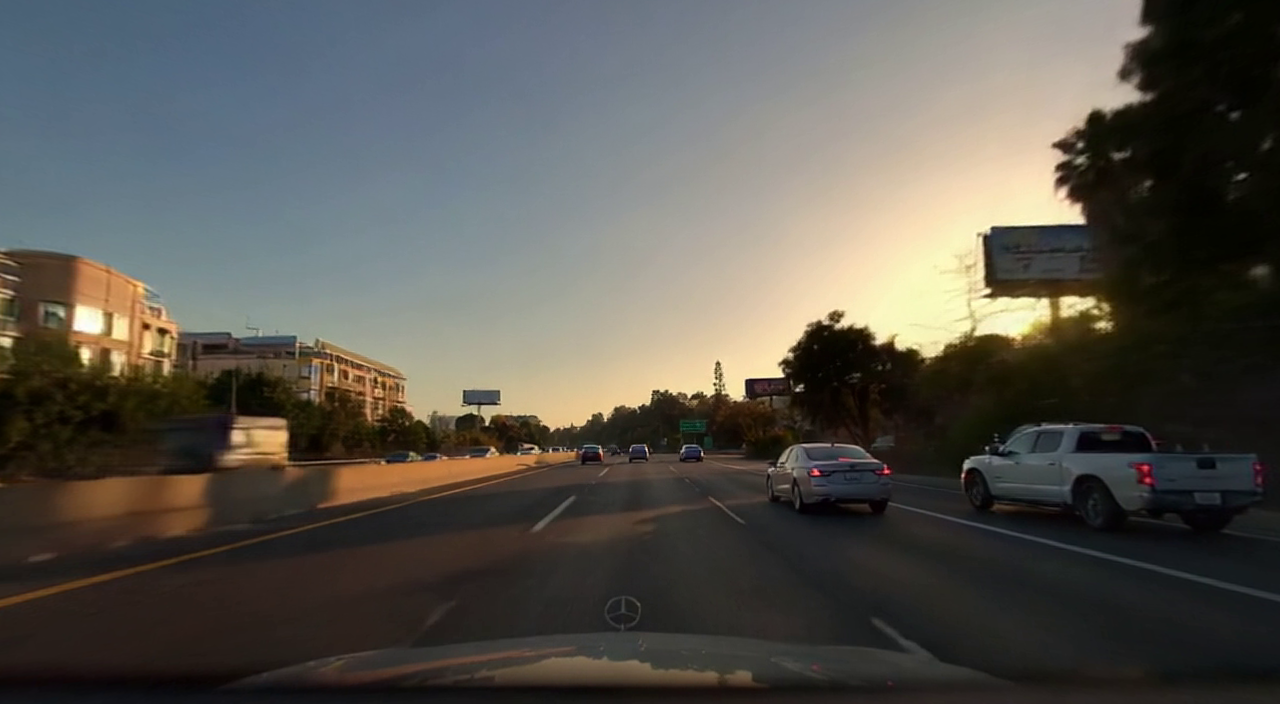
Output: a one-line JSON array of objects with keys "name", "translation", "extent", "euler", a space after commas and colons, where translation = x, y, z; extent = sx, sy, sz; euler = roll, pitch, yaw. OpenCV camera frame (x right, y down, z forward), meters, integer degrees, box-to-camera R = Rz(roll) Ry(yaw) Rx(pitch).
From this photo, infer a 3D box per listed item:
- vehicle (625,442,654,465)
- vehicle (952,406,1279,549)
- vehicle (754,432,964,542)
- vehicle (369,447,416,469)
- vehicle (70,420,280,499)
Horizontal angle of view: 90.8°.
[{"name": "vehicle", "translation": [-0.103, 7.896, 49.107], "extent": [2.191, 1.685, 4.015], "euler": [0, -9, -1]}, {"name": "vehicle", "translation": [7.542, 1.955, 10.469], "extent": [2.176, 1.793, 4.841], "euler": [0, -9, -1]}, {"name": "vehicle", "translation": [3.472, 2.225, 11.111], "extent": [1.987, 1.509, 4.512], "euler": [0, -9, -1]}, {"name": "vehicle", "translation": [-18.136, 7.770, 46.506], "extent": [1.835, 1.592, 4.076], "euler": [0, -9, 0]}, {"name": "vehicle", "translation": [-14.499, 3.406, 20.362], "extent": [2.438, 2.164, 5.666], "euler": [0, -9, 0]}]
